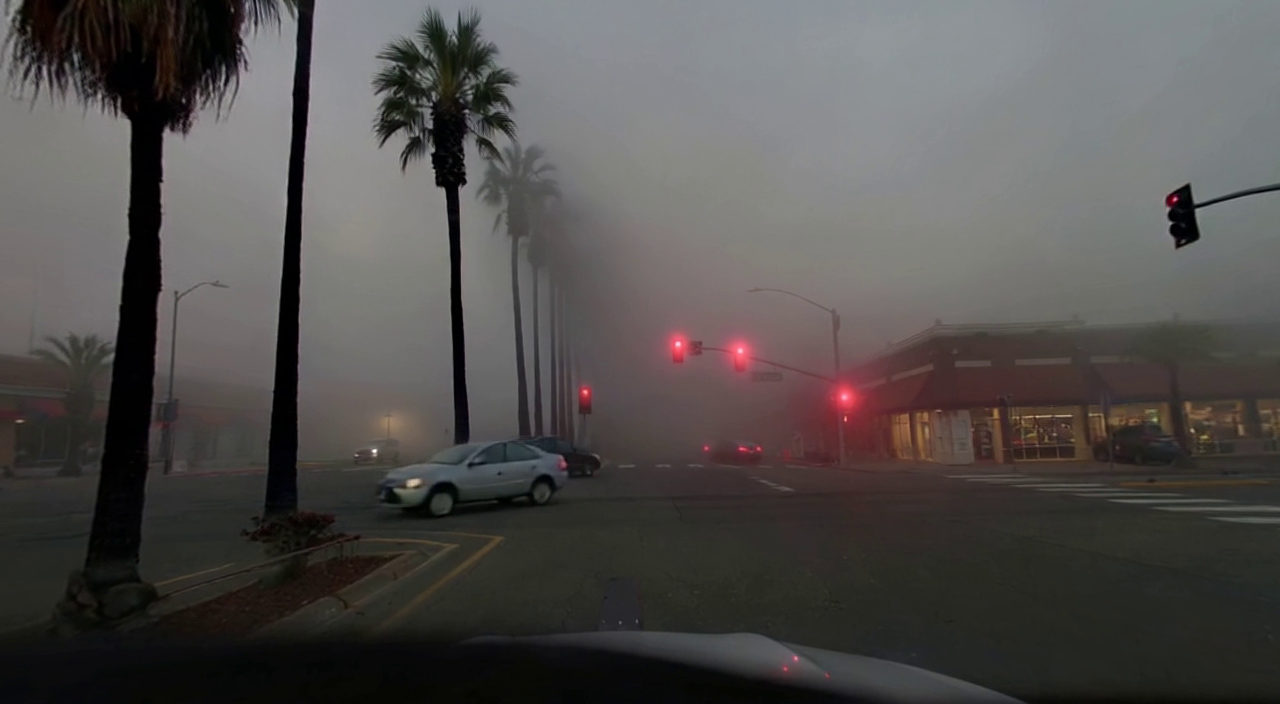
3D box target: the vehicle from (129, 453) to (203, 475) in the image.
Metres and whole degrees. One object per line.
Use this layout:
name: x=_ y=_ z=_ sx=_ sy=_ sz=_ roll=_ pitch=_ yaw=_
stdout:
vehicle: x=-37.226 y=8.810 z=49.612 sx=2.160 sy=1.565 sz=4.868 roll=0 pitch=-8 yaw=-1

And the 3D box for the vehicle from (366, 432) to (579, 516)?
vehicle: x=-3.466 y=2.540 z=13.580 sx=1.828 sy=1.512 sz=4.035 roll=-8 pitch=-12 yaw=44

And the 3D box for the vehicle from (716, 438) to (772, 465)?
vehicle: x=6.401 y=6.162 z=39.190 sx=1.890 sy=1.572 sz=3.826 roll=3 pitch=-9 yaw=-16
